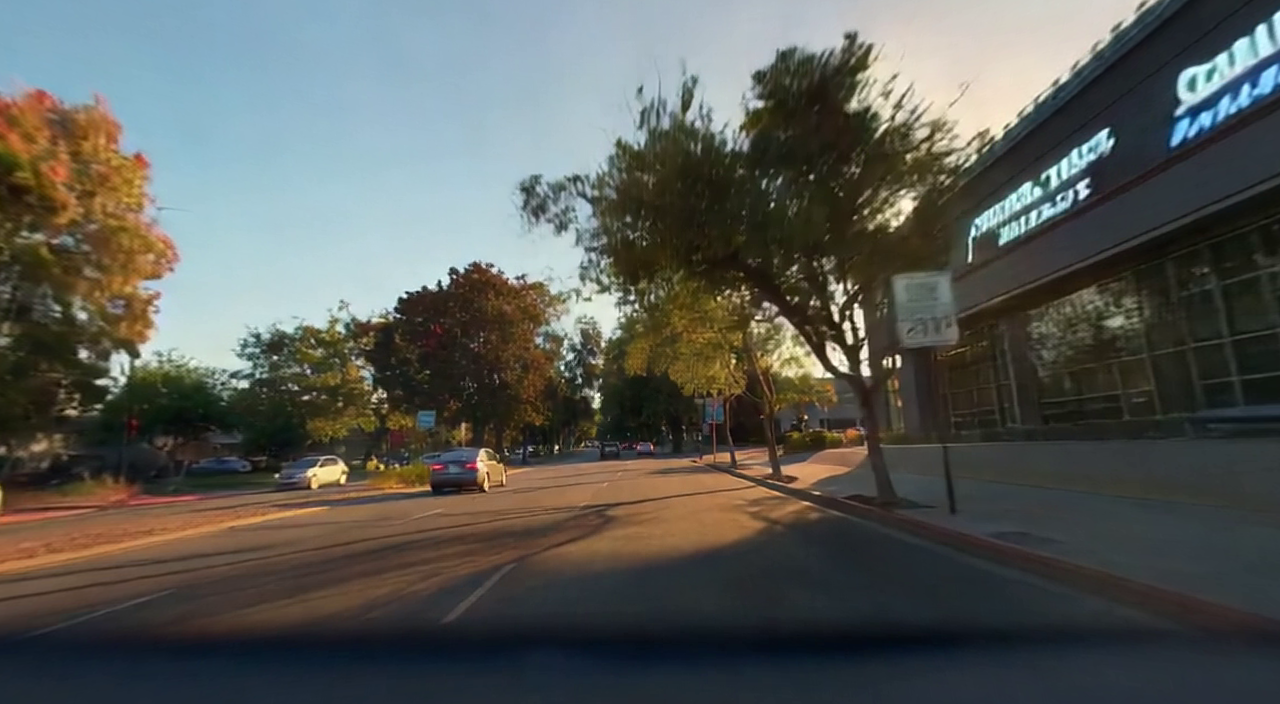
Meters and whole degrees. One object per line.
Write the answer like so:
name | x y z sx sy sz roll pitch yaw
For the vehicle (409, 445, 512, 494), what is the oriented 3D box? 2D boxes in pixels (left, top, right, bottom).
vehicle | -5.740 3.803 20.814 2.072 1.427 4.328 -1 -9 1

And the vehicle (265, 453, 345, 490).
vehicle | -17.408 6.190 33.034 1.800 1.736 4.287 -1 -9 0
